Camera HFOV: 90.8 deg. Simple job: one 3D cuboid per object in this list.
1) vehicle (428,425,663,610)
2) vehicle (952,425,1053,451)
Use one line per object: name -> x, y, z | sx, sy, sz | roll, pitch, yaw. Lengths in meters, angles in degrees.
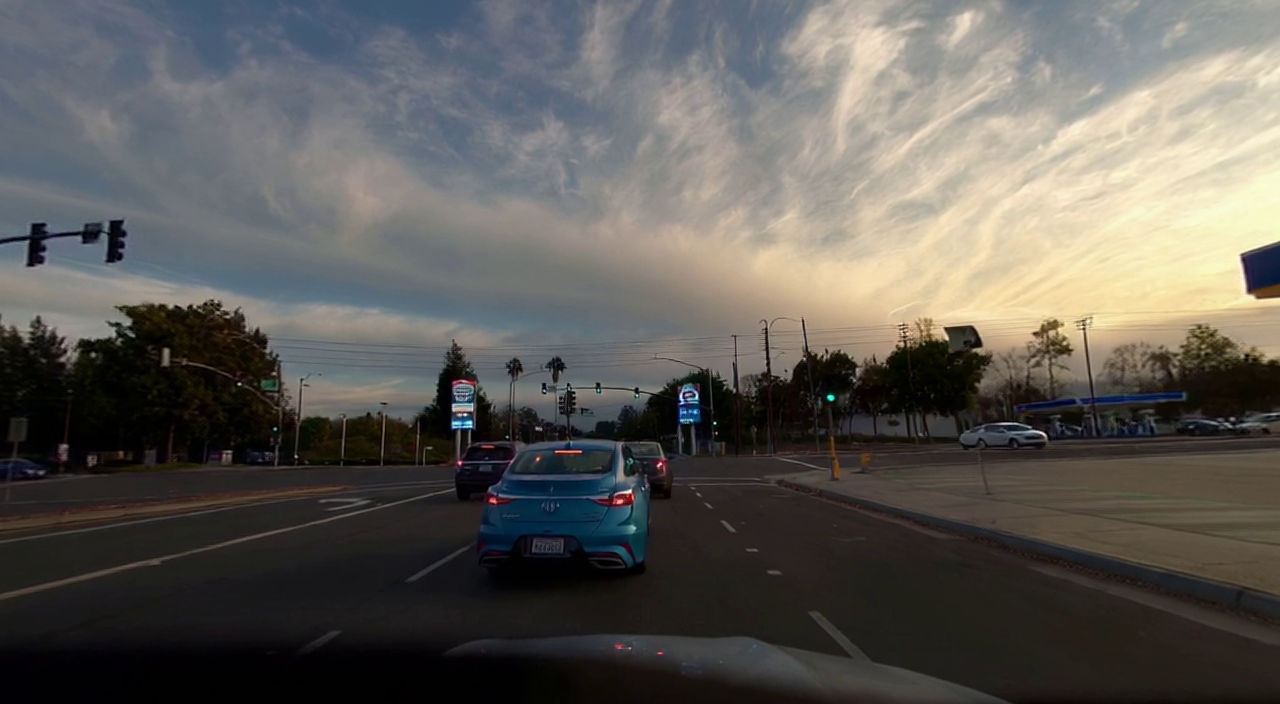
vehicle -> -0.707, 1.701, 7.519 | 1.916, 1.510, 4.447 | 0, -8, 3
vehicle -> 21.989, 5.230, 38.447 | 4.874, 1.502, 2.048 | 0, -8, 1
